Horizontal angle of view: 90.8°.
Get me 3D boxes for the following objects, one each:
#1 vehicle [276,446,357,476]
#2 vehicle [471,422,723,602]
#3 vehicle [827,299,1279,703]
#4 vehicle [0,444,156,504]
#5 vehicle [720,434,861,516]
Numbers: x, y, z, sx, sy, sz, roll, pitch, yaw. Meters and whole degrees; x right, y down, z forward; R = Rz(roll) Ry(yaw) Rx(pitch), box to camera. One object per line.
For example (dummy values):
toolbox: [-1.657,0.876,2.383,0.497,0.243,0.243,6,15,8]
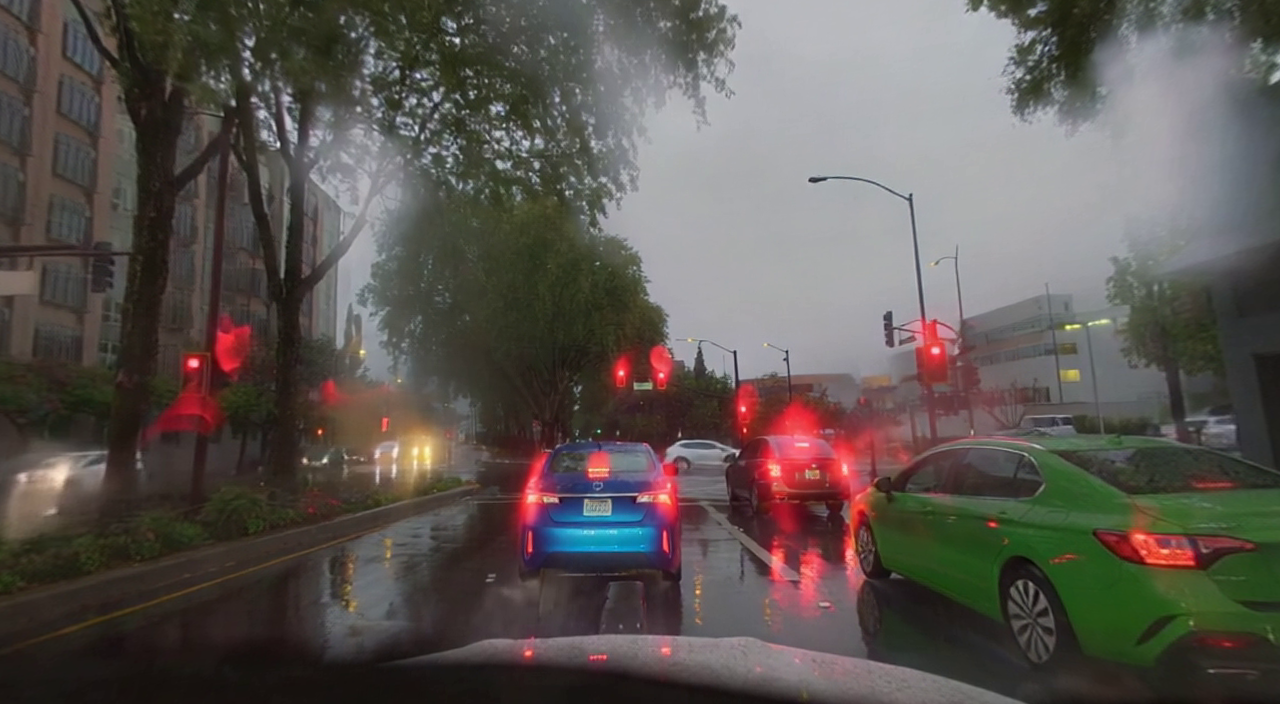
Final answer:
vehicle: [-18.109,6.112,35.663,2.130,1.550,4.618,0,-8,1]
vehicle: [-0.391,1.652,7.390,2.143,1.520,3.848,0,-8,-1]
vehicle: [3.573,1.106,5.054,2.572,1.945,5.065,0,-8,0]
vehicle: [-18.094,3.774,20.074,1.976,1.667,4.274,0,-8,1]
vehicle: [3.151,2.674,14.314,2.026,1.549,4.559,0,-8,-1]
